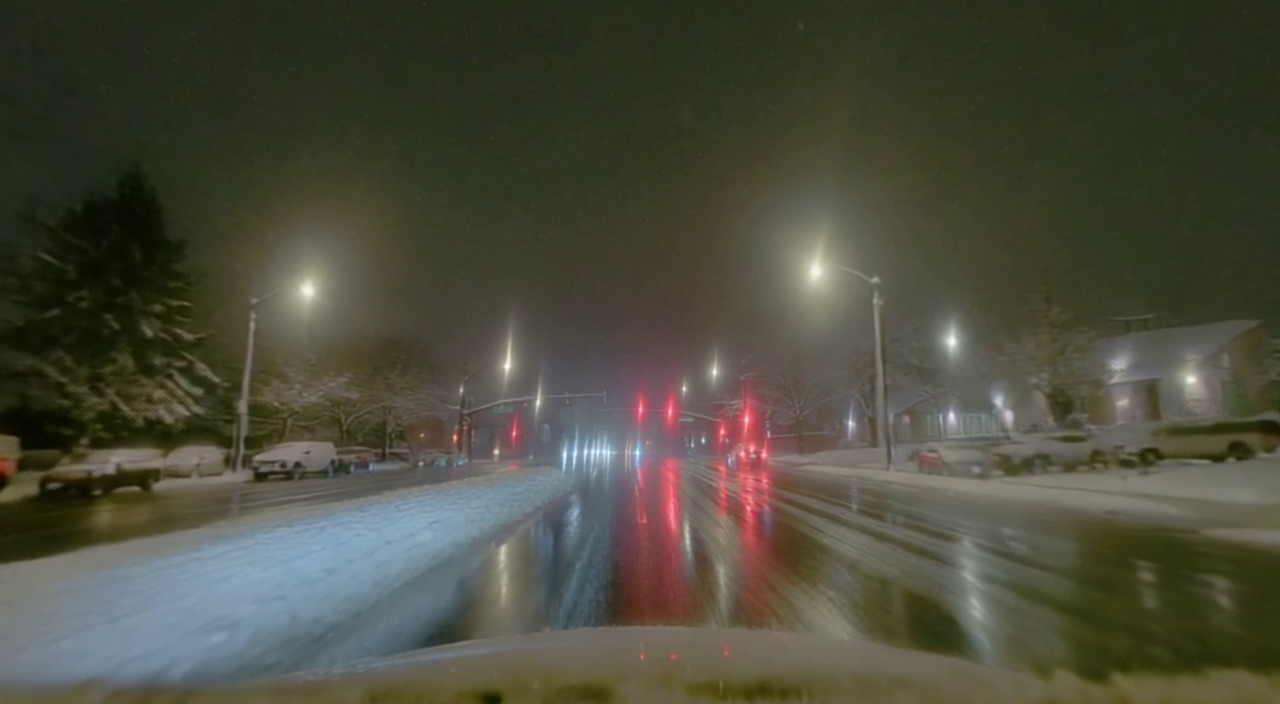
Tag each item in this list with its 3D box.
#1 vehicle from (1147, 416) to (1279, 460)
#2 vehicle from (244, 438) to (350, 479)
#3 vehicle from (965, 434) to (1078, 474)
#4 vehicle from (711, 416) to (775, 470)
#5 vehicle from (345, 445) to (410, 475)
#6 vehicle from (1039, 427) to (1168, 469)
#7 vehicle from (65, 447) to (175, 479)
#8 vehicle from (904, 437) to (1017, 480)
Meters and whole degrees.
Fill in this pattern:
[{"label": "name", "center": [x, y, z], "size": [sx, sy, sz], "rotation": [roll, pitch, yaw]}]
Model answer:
[{"label": "vehicle", "center": [24.012, 3.642, 26.450], "size": [1.888, 1.678, 4.074], "rotation": [1, -9, -2]}, {"label": "vehicle", "center": [-18.452, 5.714, 34.305], "size": [2.390, 1.995, 5.895], "rotation": [0, -8, 1]}, {"label": "vehicle", "center": [15.846, 4.281, 26.475], "size": [1.899, 1.517, 4.378], "rotation": [1, -9, -2]}, {"label": "vehicle", "center": [6.595, 6.045, 41.501], "size": [2.802, 3.208, 7.459], "rotation": [1, -9, -1]}, {"label": "vehicle", "center": [-15.058, 6.193, 36.316], "size": [1.917, 1.577, 3.995], "rotation": [0, -9, 1]}, {"label": "vehicle", "center": [19.039, 3.992, 26.176], "size": [1.882, 1.537, 4.418], "rotation": [1, -9, -2]}, {"label": "vehicle", "center": [-26.397, 5.619, 32.201], "size": [1.847, 1.464, 4.374], "rotation": [0, -9, 1]}, {"label": "vehicle", "center": [12.796, 4.290, 25.577], "size": [2.079, 1.541, 4.801], "rotation": [0, -9, 0]}]
